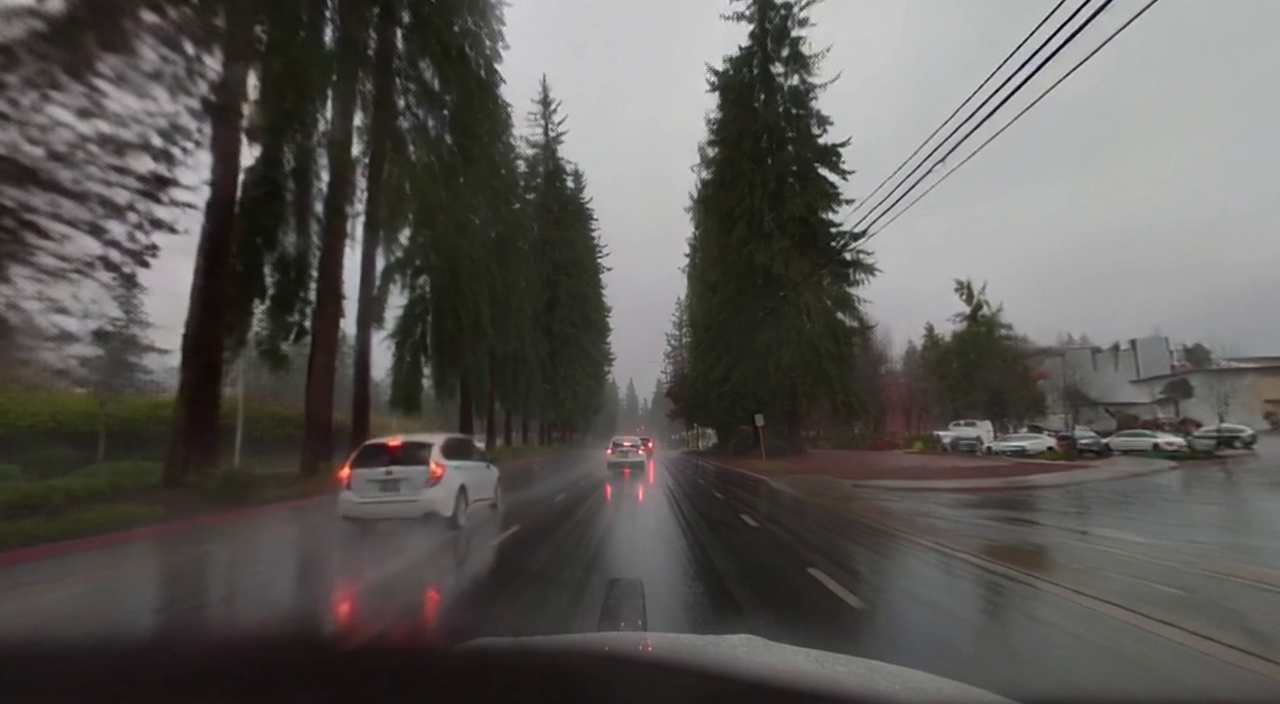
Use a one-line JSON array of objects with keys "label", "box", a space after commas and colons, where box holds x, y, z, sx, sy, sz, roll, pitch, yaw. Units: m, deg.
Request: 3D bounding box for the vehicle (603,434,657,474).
[{"label": "vehicle", "box": [-0.378, 4.087, 25.328, 1.991, 1.463, 3.988, 0, -8, 0]}]
